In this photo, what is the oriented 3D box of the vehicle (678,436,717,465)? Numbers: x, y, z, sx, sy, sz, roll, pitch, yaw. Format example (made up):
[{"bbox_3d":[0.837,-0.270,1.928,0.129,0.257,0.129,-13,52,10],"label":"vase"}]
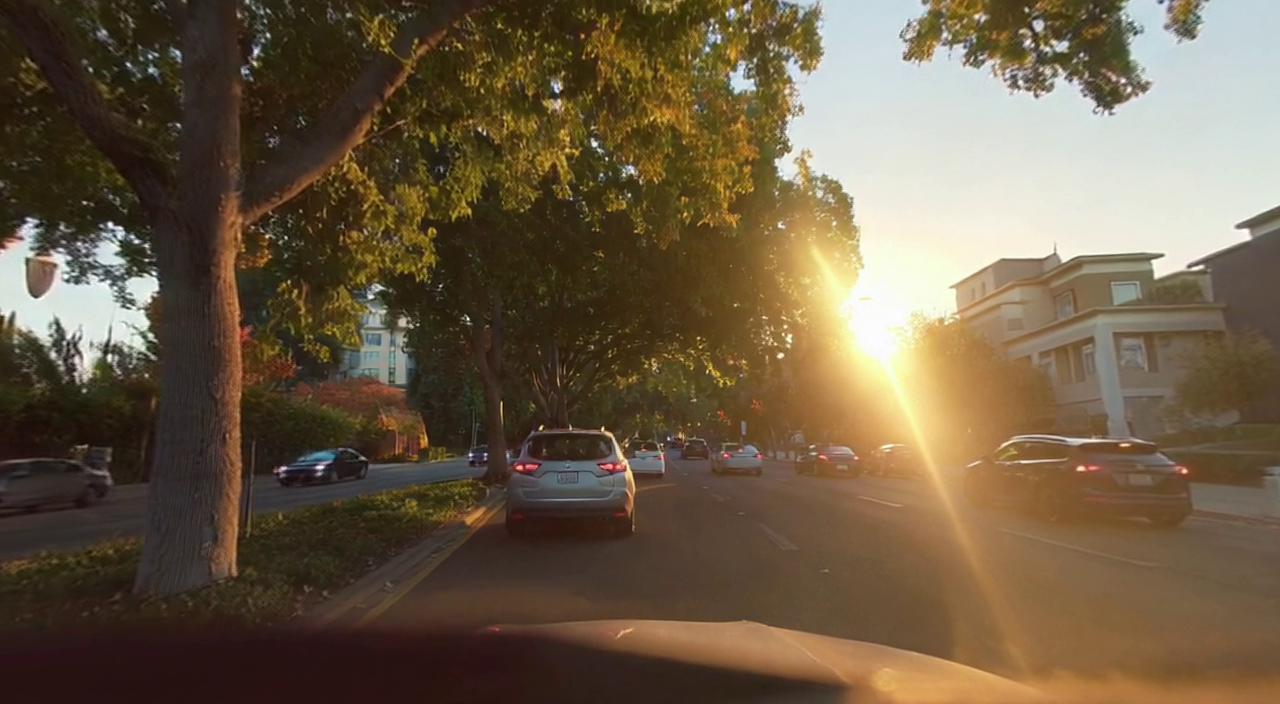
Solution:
[{"bbox_3d":[3.791,6.610,42.533,2.114,1.846,4.659,0,-8,-1],"label":"vehicle"}]

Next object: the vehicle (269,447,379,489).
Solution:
[{"bbox_3d":[-12.192,4.486,24.745,1.981,1.463,4.395,0,-8,1],"label":"vehicle"}]

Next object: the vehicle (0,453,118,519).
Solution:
[{"bbox_3d":[-15.808,3.275,15.610,1.900,1.467,4.609,0,-8,0],"label":"vehicle"}]

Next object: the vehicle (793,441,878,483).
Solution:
[{"bbox_3d":[7.468,4.237,24.646,1.977,1.485,4.308,0,-8,1],"label":"vehicle"}]

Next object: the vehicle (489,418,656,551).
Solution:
[{"bbox_3d":[-1.022,1.955,9.951,2.106,1.655,3.717,1,-8,-6],"label":"vehicle"}]

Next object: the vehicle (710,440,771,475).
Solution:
[{"bbox_3d":[4.524,4.822,29.061,2.175,1.477,4.520,0,-8,2],"label":"vehicle"}]

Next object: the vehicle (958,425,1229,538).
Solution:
[{"bbox_3d":[8.077,2.307,11.944,2.168,1.709,4.289,-1,-8,5],"label":"vehicle"}]
